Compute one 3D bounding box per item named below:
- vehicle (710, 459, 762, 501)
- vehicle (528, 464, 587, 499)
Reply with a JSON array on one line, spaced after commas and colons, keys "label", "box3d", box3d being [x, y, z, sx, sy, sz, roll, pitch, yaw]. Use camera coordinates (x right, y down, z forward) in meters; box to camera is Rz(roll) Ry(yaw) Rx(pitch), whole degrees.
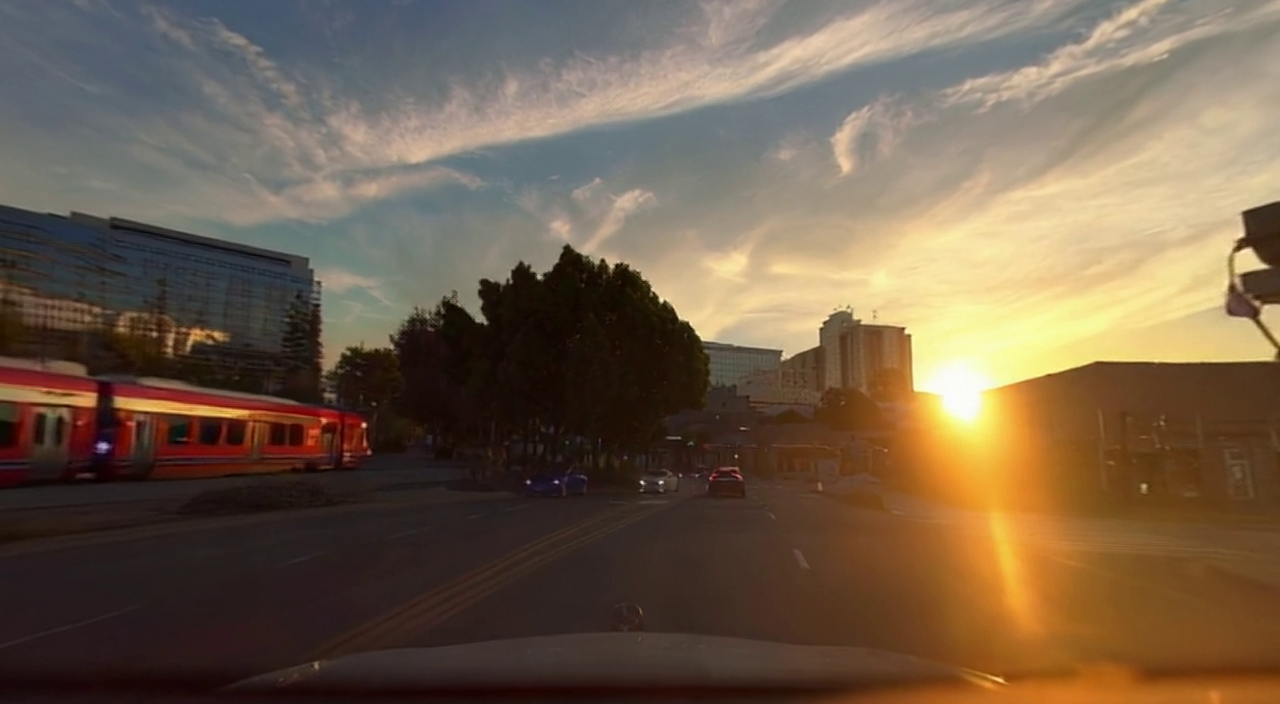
[{"label": "vehicle", "box3d": [4.601, 6.164, 30.687, 2.263, 1.765, 4.237, -1, -9, 7]}, {"label": "vehicle", "box3d": [-4.123, 6.553, 32.287, 2.042, 1.531, 4.403, -1, -9, 6]}]
